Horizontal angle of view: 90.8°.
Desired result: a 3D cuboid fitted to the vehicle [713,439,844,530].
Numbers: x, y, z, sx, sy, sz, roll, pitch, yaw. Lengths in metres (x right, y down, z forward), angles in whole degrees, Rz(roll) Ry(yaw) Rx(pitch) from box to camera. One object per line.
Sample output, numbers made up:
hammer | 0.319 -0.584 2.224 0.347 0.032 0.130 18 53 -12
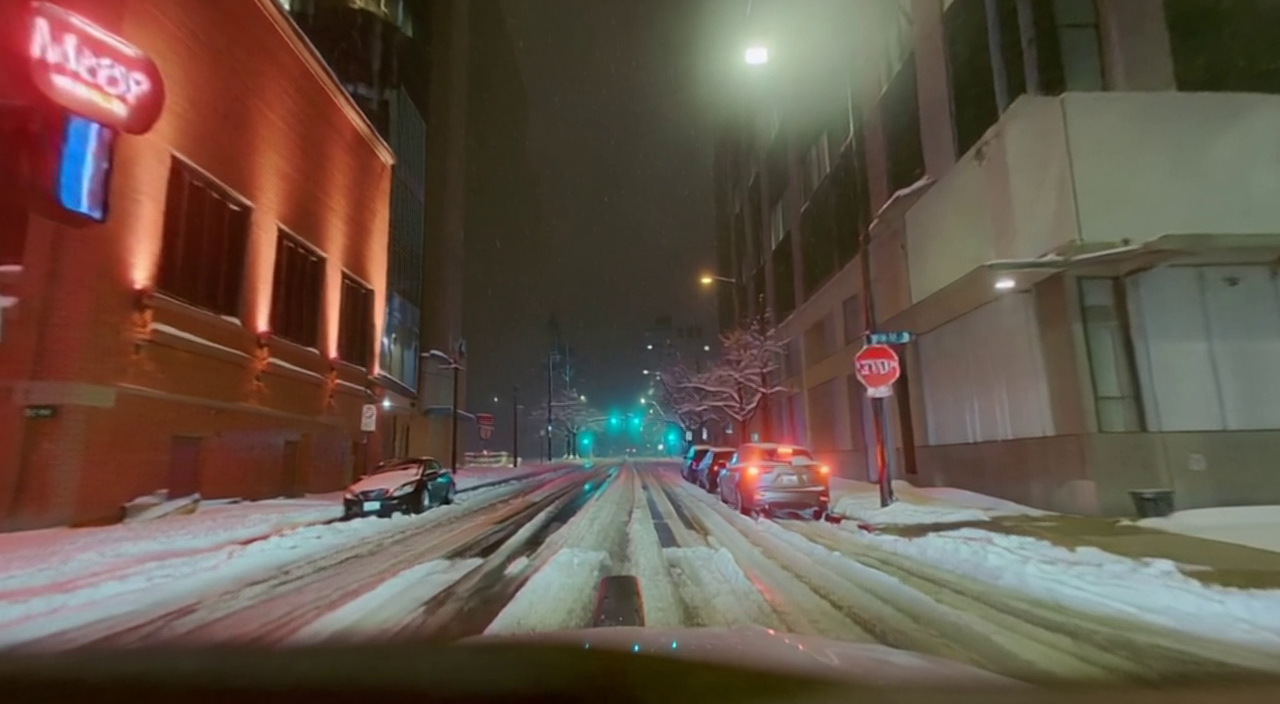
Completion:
vehicle | 2.880 2.828 14.218 1.917 1.680 4.500 0 -8 0

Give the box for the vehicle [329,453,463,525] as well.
vehicle | -5.733 3.219 15.405 1.864 1.447 3.887 0 -8 -3
